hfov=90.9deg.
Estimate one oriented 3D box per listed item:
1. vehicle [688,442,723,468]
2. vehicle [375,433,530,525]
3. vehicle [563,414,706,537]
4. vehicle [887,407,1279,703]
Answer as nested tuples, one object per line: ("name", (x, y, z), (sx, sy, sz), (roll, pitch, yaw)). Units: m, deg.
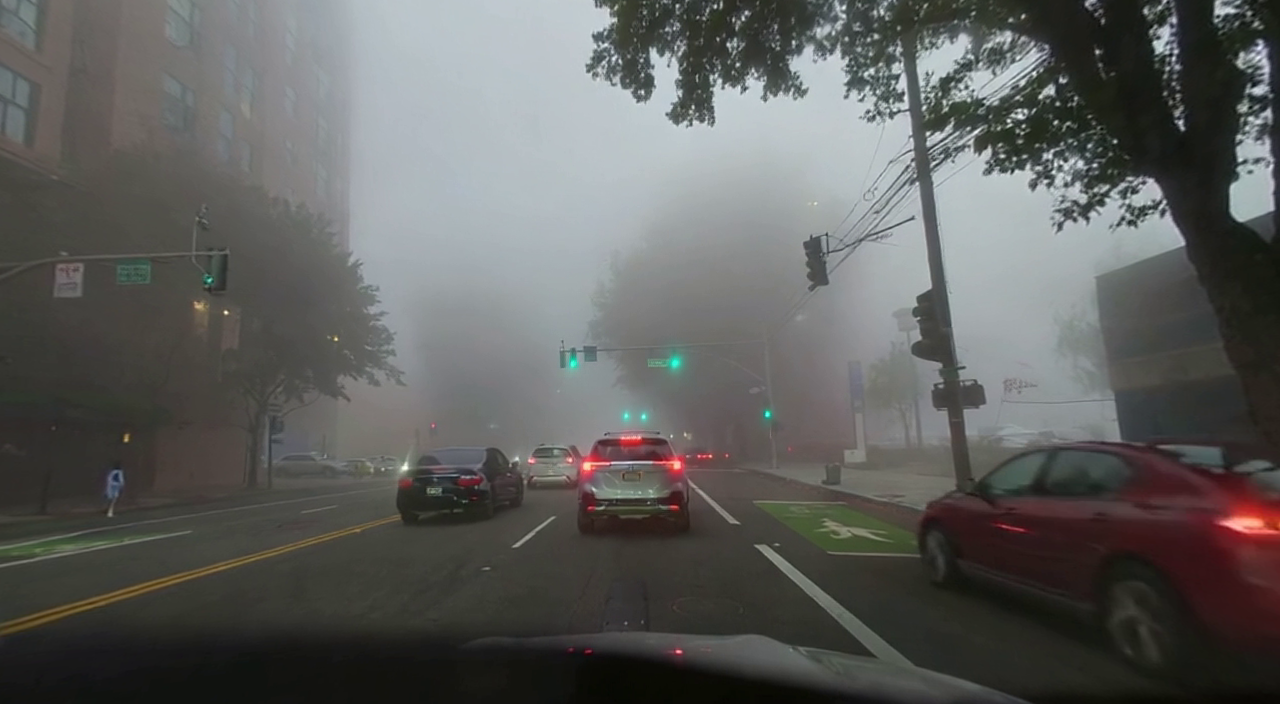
("vehicle", (4.057, 6.466, 39.703), (1.878, 1.526, 4.736), (0, -8, 2))
("vehicle", (-3.713, 2.575, 13.398), (1.886, 1.599, 4.247), (0, -8, 1))
("vehicle", (-0.057, 2.079, 11.212), (2.075, 1.770, 4.018), (0, -8, 1))
("vehicle", (3.745, 1.261, 4.676), (1.986, 1.457, 4.566), (0, -8, 0))
